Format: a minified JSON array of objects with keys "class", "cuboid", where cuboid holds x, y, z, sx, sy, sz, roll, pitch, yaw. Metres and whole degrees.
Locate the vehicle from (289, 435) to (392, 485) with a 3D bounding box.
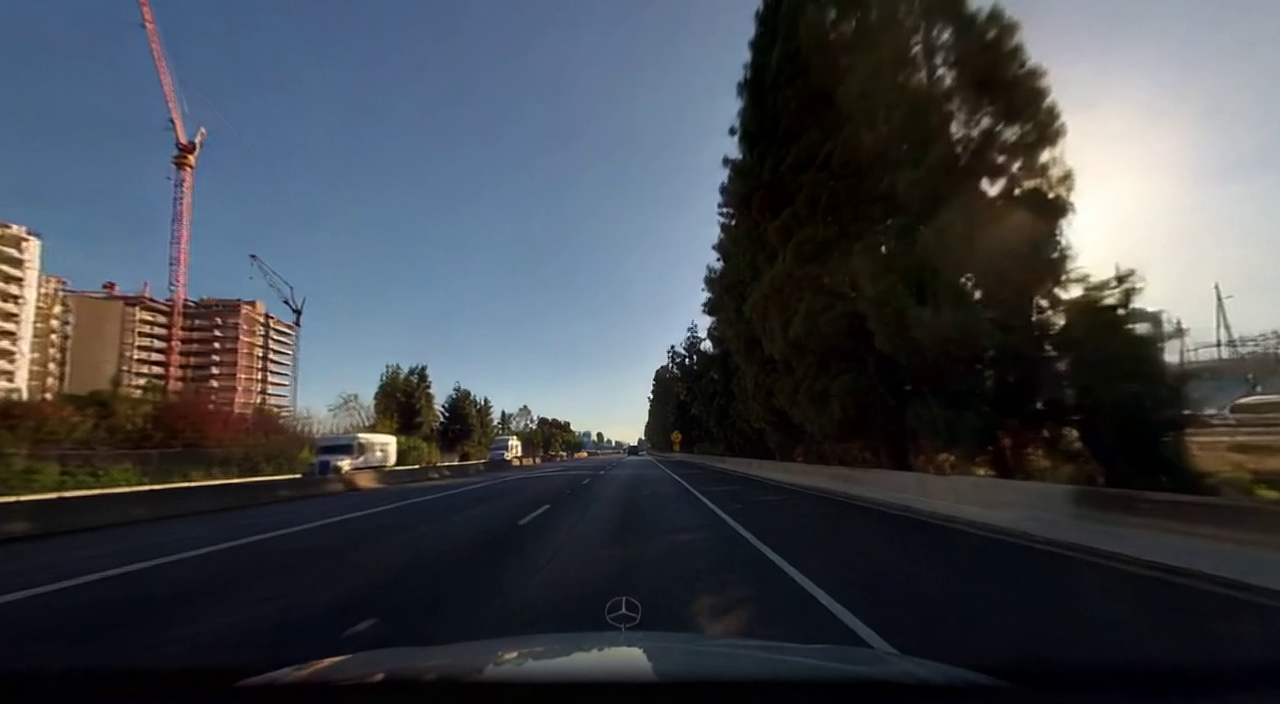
[{"class":"vehicle","cuboid":[-16.491,5.959,35.289,2.538,2.507,6.224,0,-9,2]}]
